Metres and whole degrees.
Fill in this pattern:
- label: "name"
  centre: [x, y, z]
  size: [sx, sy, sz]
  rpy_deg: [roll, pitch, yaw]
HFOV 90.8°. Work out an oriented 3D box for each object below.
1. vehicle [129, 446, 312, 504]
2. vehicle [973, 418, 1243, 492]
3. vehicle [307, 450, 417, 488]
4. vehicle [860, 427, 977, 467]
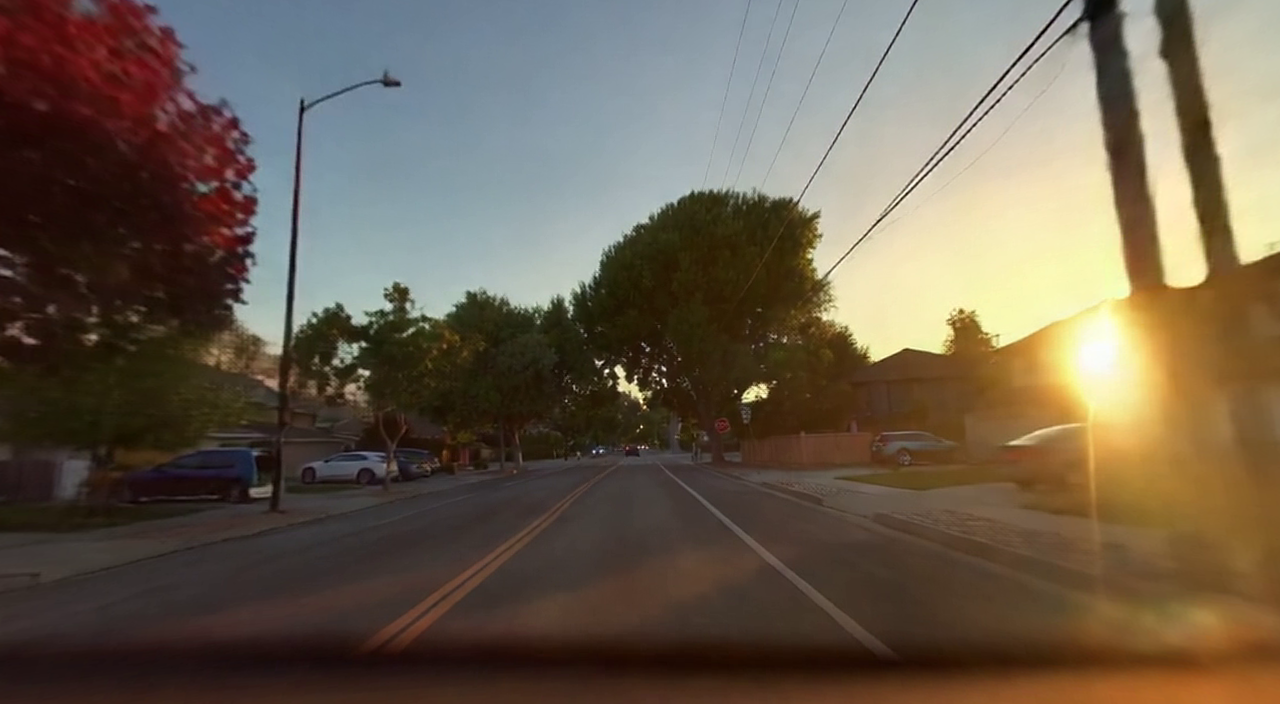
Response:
- label: "vehicle"
  centre: [-12.918, 3.790, 19.734]
  size: [4.207, 1.648, 1.956]
  rpy_deg: [1, -8, -6]
- label: "vehicle"
  centre: [10.732, 2.355, 14.700]
  size: [4.908, 1.537, 2.065]
  rpy_deg: [1, -8, -9]
- label: "vehicle"
  centre: [-12.324, 5.193, 28.206]
  size: [3.927, 1.560, 2.049]
  rpy_deg: [0, -8, 0]
- label: "vehicle"
  centre: [13.122, 4.474, 29.886]
  size: [4.653, 1.775, 1.906]
  rpy_deg: [1, -9, -10]
